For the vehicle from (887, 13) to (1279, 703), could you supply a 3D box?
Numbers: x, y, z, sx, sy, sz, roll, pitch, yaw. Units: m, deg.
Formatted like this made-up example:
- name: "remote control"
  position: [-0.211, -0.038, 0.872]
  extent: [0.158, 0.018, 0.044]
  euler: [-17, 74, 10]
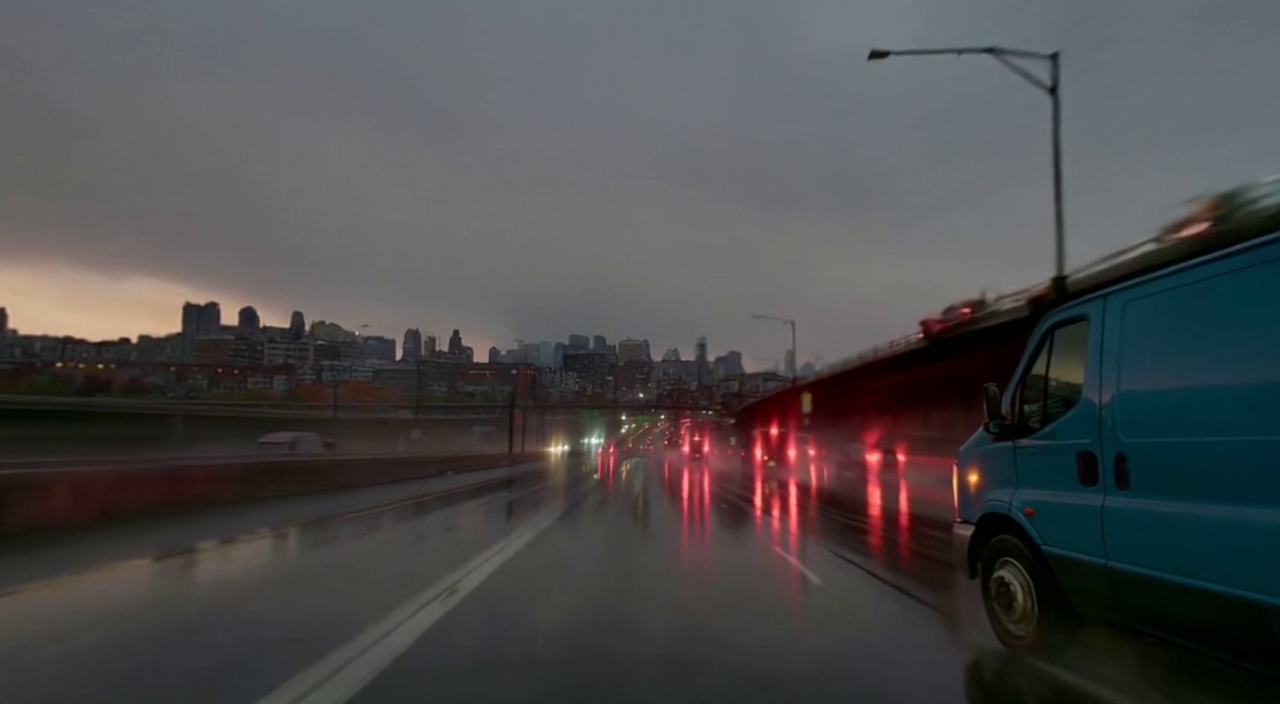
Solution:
- name: "vehicle"
  position: [3.367, 0.181, 1.664]
  extent: [2.436, 2.745, 7.034]
  euler: [0, -9, -1]

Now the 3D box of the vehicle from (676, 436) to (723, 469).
- name: "vehicle"
  position: [3.814, 6.603, 41.622]
  extent: [2.464, 1.961, 5.520]
  euler: [0, -8, -1]

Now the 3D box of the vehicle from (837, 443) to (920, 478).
- name: "vehicle"
  position: [10.786, 4.946, 28.947]
  extent: [1.976, 1.474, 4.779]
  euler: [0, -9, 1]

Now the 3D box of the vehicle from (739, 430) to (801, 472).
- name: "vehicle"
  position: [7.338, 5.661, 36.262]
  extent: [2.301, 2.203, 5.419]
  euler: [0, -9, -1]
